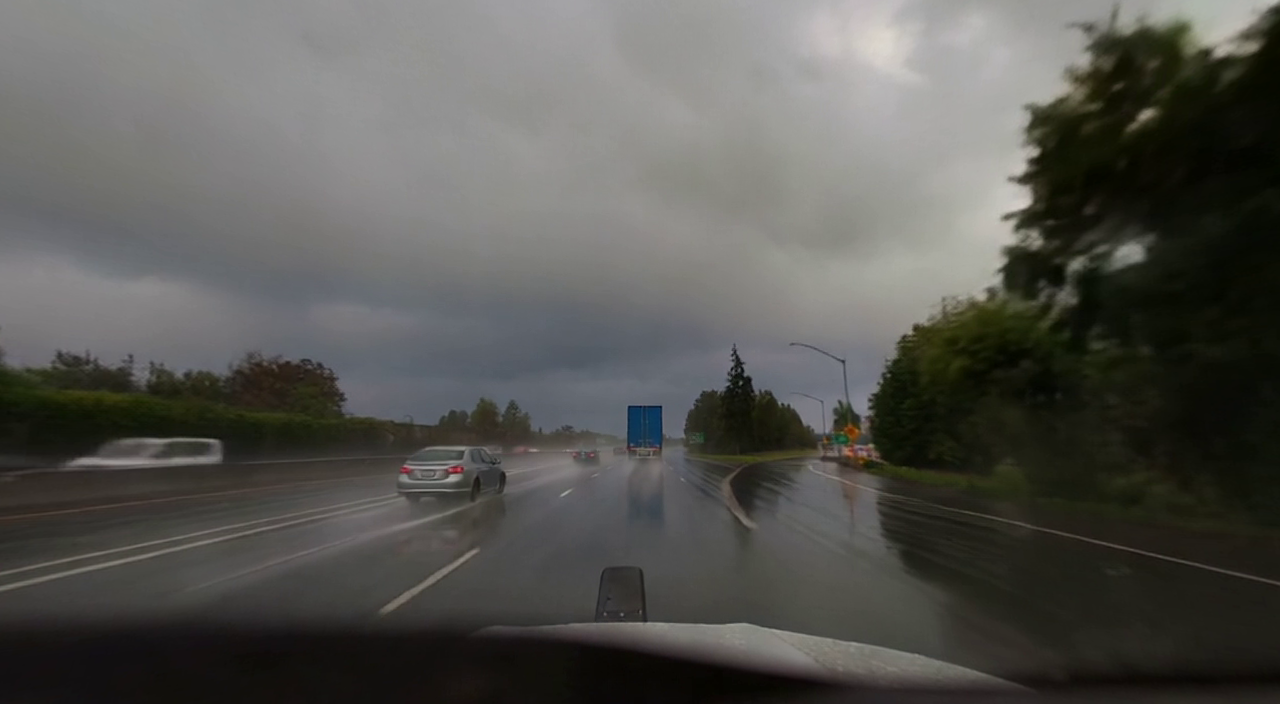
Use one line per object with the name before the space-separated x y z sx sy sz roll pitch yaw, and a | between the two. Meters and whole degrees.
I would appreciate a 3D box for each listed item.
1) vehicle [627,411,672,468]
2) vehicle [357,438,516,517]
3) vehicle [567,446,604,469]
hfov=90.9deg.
vehicle | 0.678 6.256 44.635 2.893 3.628 9.081 0 -9 1
vehicle | -4.255 2.693 14.030 2.010 1.461 4.391 0 -9 1
vehicle | -3.599 7.054 42.344 1.981 1.435 4.199 0 -9 2
